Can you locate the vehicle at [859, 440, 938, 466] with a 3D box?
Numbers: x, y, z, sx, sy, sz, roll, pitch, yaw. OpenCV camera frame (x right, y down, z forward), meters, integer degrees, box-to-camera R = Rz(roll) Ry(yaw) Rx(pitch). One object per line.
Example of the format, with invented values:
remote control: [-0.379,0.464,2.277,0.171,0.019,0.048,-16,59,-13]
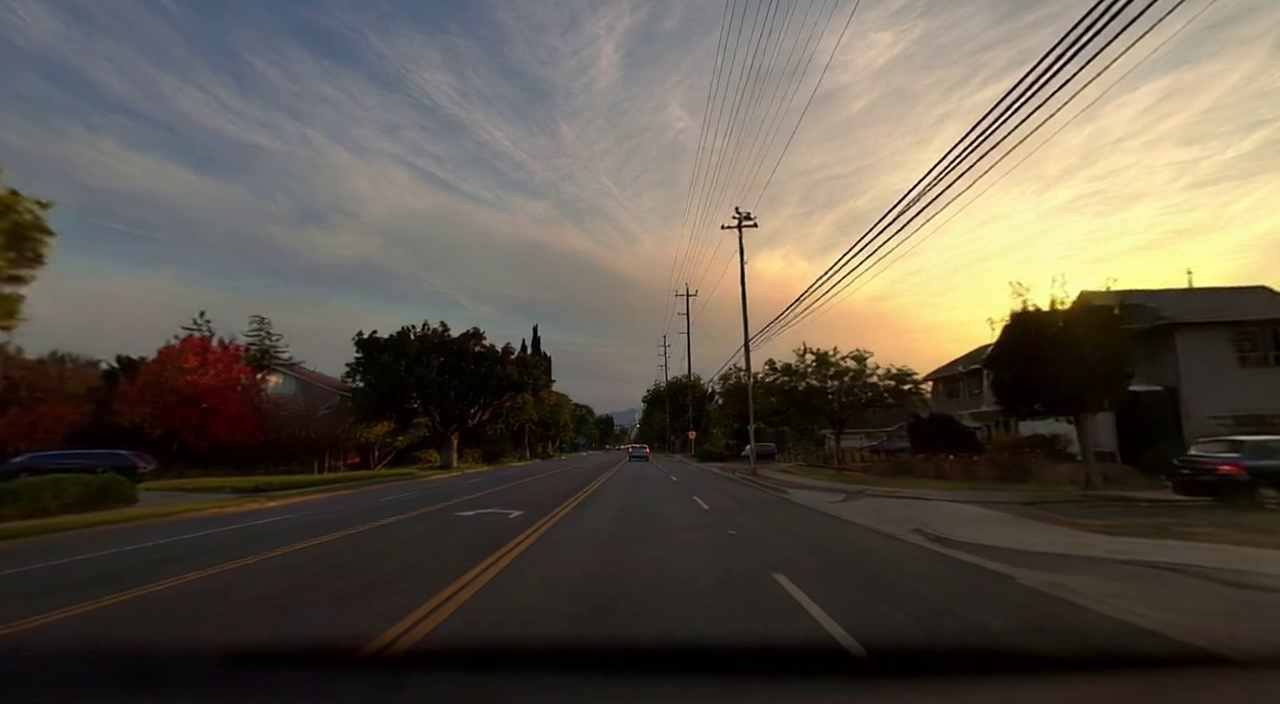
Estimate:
vehicle: [16.341,6.438,39.890,4.153,1.442,1.822,-2,-11,0]

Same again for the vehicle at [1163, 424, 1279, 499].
vehicle: [14.446,2.403,13.992,3.855,1.548,1.937,0,-8,0]
